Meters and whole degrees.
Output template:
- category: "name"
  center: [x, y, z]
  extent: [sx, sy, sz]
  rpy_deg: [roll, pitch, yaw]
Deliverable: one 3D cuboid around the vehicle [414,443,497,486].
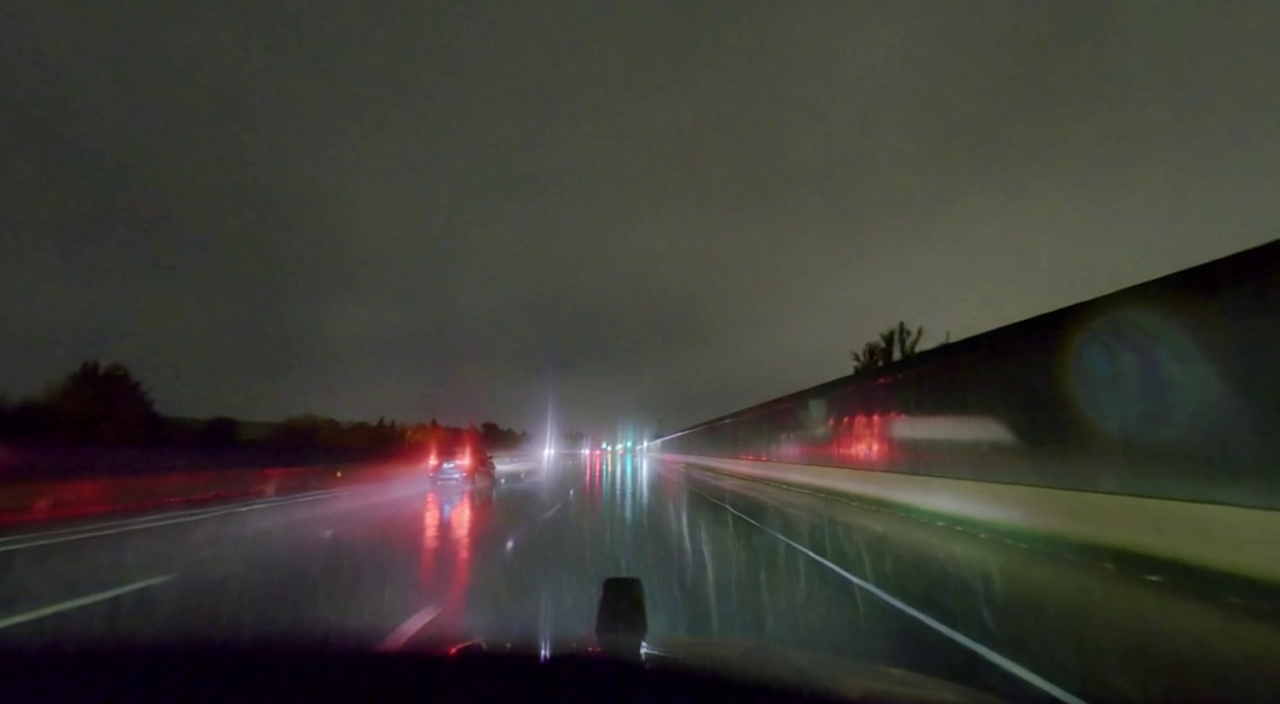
- category: "vehicle"
  center: [-7.384, 4.543, 25.724]
  extent: [2.098, 1.606, 4.227]
  rpy_deg: [0, -9, 0]
